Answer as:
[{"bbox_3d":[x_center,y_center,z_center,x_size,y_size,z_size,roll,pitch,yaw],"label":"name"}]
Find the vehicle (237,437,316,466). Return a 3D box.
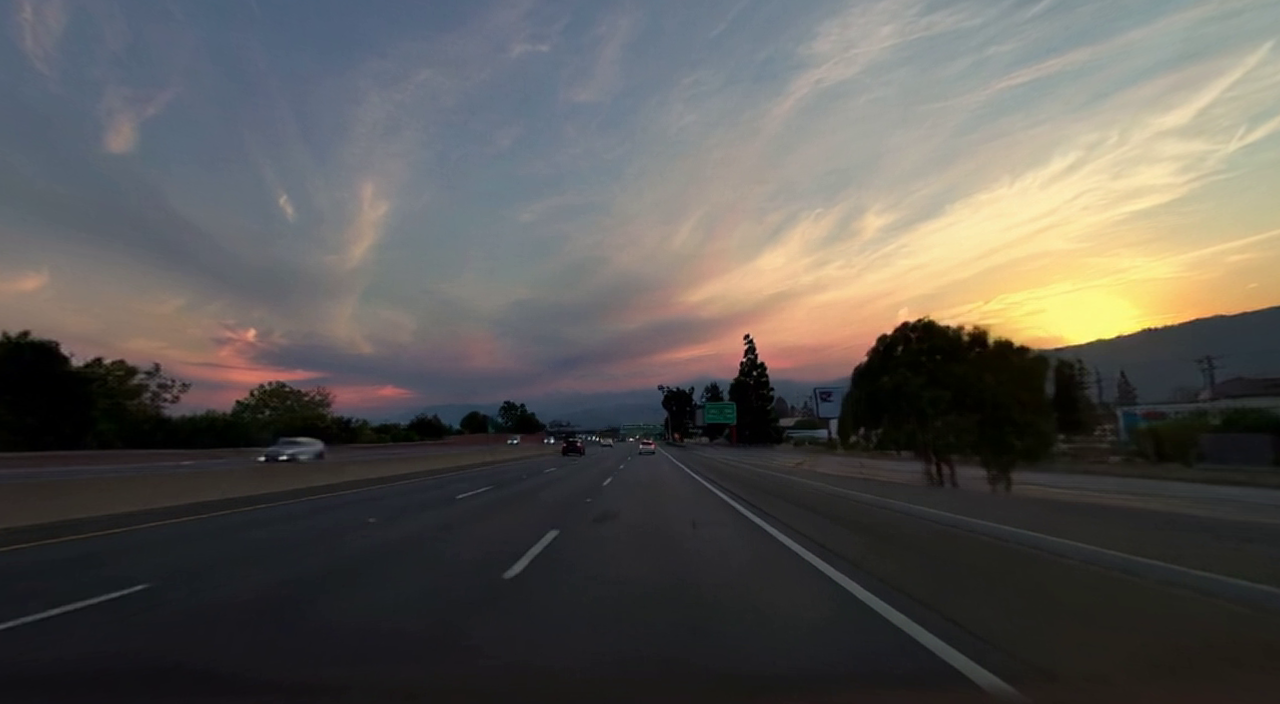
[{"bbox_3d":[-22.003,6.038,38.376,2.142,1.689,4.325,0,-8,2],"label":"vehicle"}]
